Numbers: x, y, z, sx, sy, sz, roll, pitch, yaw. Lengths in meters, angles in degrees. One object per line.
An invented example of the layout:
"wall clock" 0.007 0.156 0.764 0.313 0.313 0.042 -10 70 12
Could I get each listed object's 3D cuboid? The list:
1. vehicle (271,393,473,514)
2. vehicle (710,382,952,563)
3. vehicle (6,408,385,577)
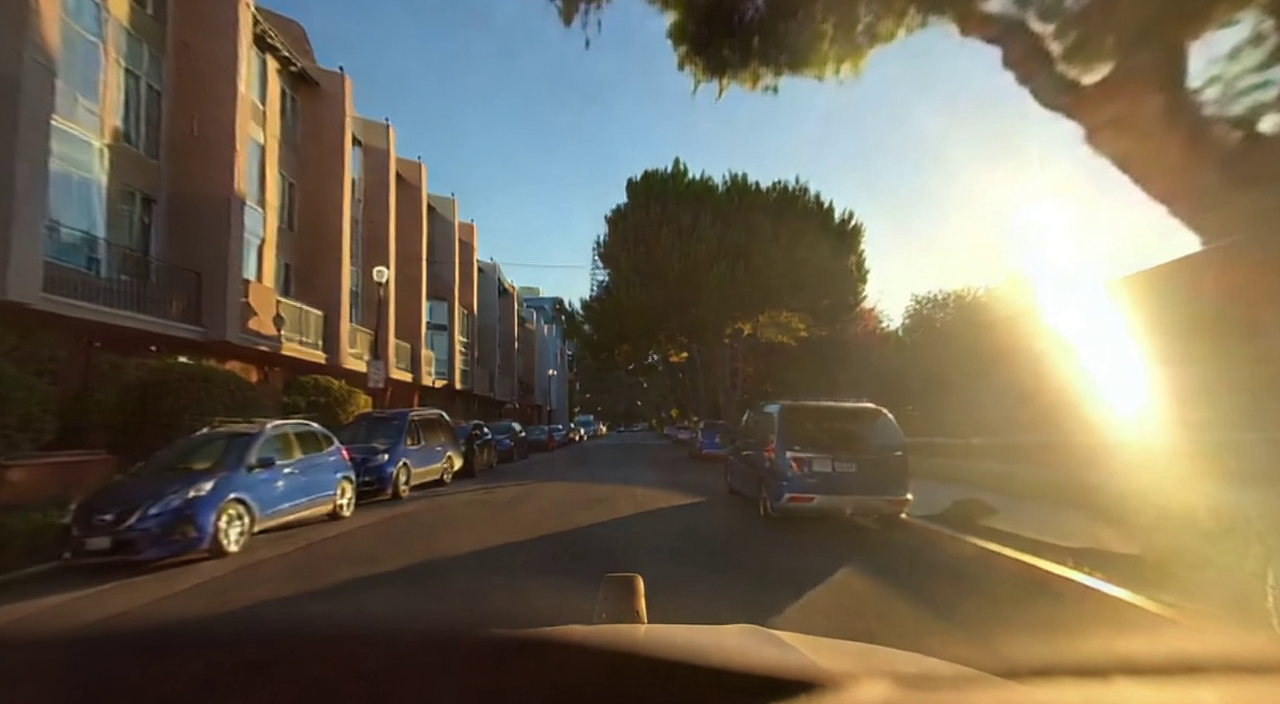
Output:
"vehicle" -5.536 2.228 14.171 2.196 2.059 5.748 -2 -8 -2
"vehicle" 2.708 1.633 10.617 2.259 2.119 5.281 0 -1 -2
"vehicle" -5.539 1.762 8.894 1.838 1.725 4.660 0 -8 2
